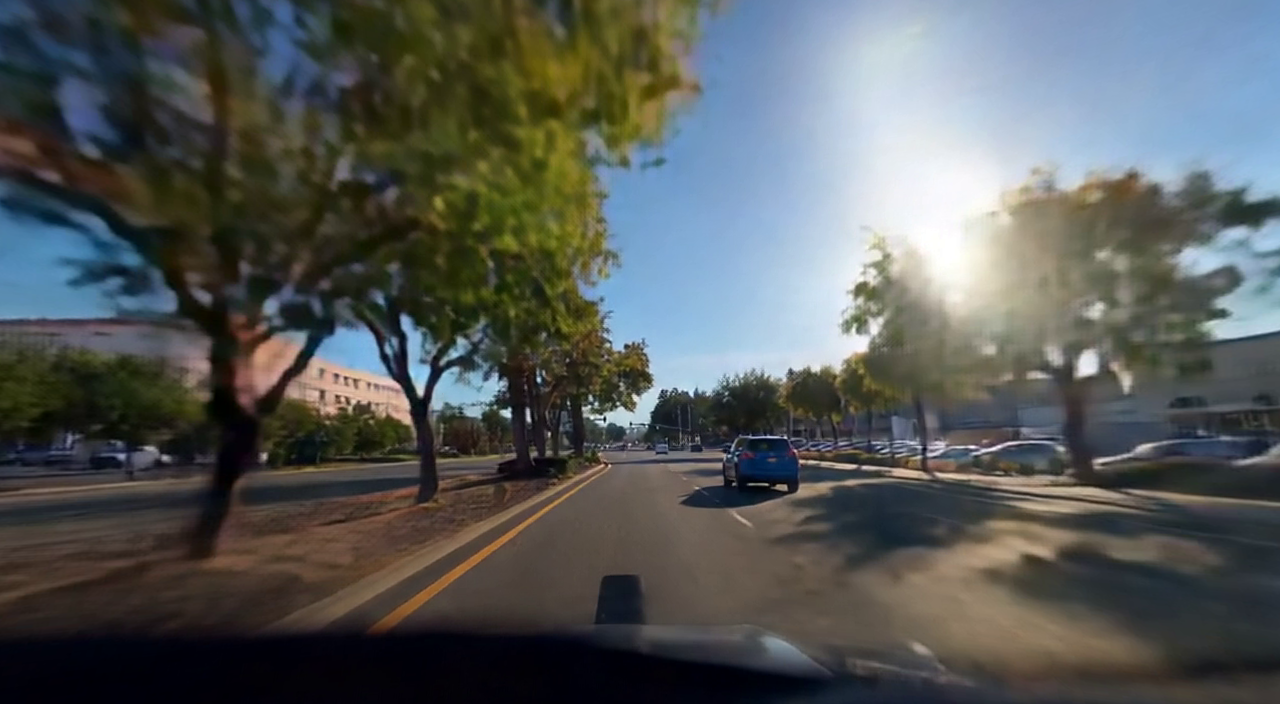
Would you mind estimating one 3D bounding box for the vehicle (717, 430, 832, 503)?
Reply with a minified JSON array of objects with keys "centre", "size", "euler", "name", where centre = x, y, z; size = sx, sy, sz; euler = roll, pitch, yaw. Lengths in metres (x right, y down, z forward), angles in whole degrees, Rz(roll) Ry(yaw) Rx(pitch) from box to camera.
[{"centre":[3.443,3.023,17.044],"size":[2.072,1.696,4.177],"euler":[0,-8,-1],"name":"vehicle"}]
